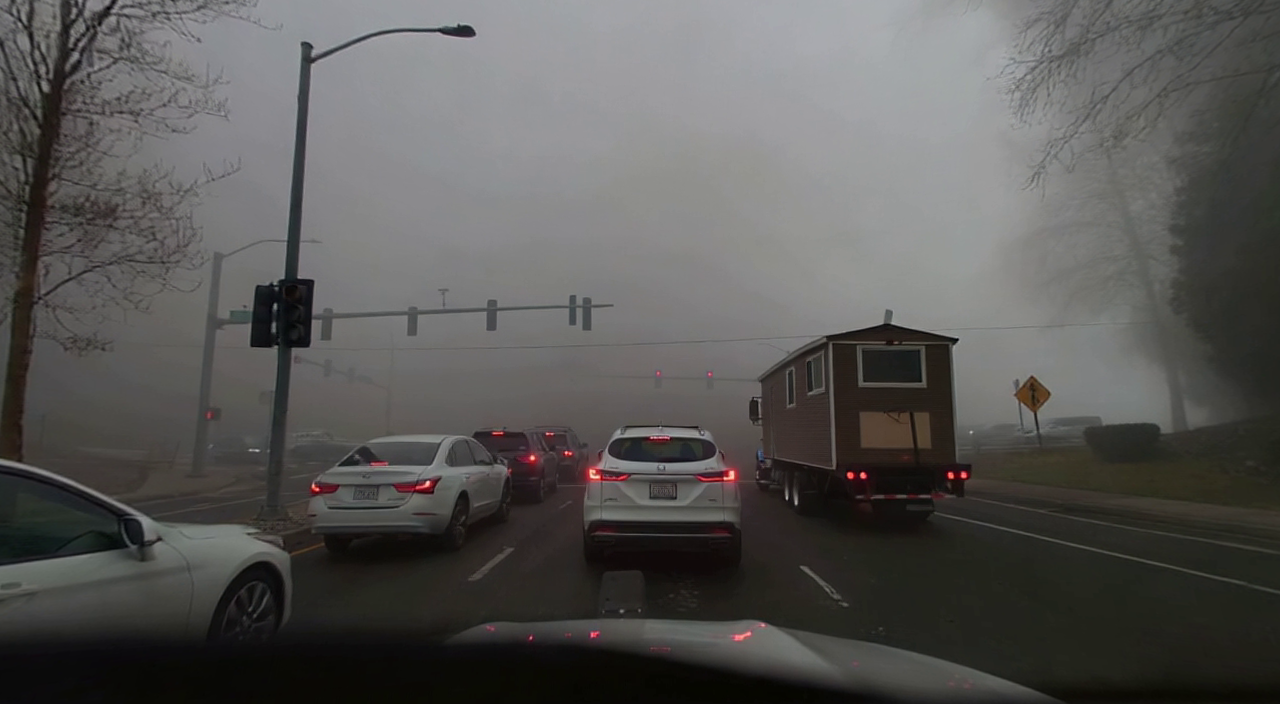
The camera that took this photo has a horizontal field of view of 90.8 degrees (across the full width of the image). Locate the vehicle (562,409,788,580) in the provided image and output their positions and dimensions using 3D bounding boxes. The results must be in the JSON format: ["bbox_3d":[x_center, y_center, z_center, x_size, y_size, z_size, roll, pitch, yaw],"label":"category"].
[{"bbox_3d":[0.345,1.704,8.320,2.189,1.649,4.171,0,-9,0],"label":"vehicle"}]

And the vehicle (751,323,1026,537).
[{"bbox_3d":[3.676,1.400,10.999,2.531,2.750,5.595,0,-9,1],"label":"vehicle"}]

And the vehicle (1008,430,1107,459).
[{"bbox_3d":[24.016,5.343,36.401,4.426,1.570,1.818,0,-8,-3],"label":"vehicle"}]

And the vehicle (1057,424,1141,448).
[{"bbox_3d":[33.210,6.125,45.865,4.671,1.595,1.824,-5,-10,31],"label":"vehicle"}]

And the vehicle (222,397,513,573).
[{"bbox_3d":[-3.282,1.712,8.847,2.085,1.812,4.388,0,-9,0],"label":"vehicle"}]

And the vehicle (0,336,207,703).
[{"bbox_3d":[-3.437,0.671,1.482,1.952,1.730,4.116,0,-9,-1],"label":"vehicle"}]
